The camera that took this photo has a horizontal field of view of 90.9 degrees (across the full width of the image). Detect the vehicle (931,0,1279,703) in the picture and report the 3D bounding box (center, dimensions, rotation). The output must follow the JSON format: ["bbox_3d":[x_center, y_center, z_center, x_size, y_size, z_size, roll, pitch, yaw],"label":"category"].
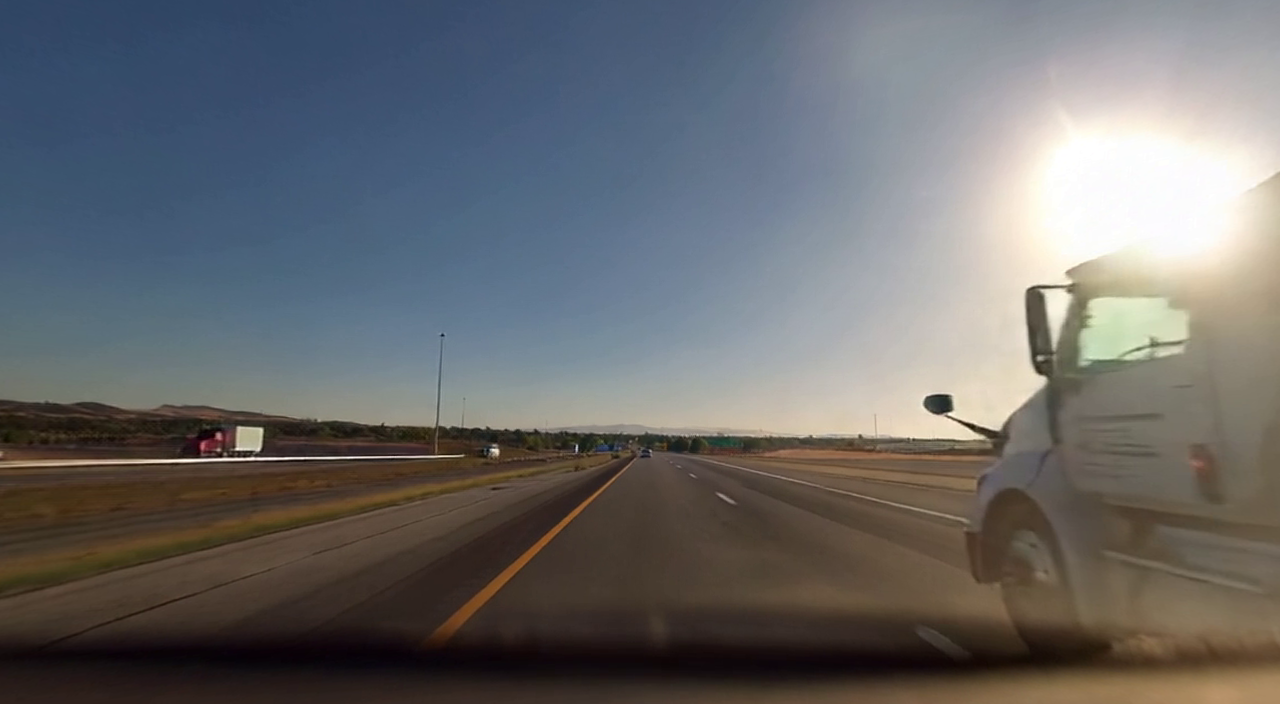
[{"bbox_3d":[3.955,-0.138,0.172,3.342,2.931,9.266,0,-9,0],"label":"vehicle"}]
